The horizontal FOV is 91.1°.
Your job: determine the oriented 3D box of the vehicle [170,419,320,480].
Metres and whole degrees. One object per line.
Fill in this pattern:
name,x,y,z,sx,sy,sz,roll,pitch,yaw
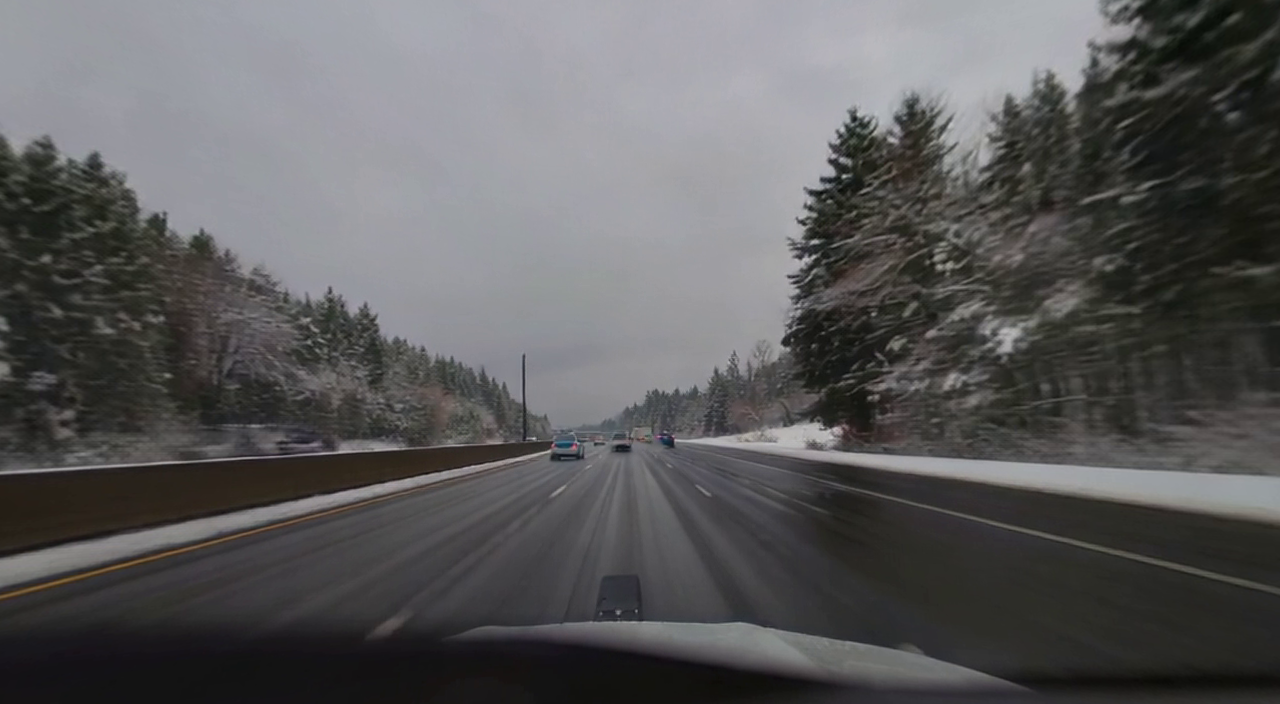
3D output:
vehicle,-20.100,5.006,32.734,2.685,2.760,7.884,0,-8,0

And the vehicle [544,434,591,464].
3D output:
vehicle,-3.917,5.313,34.752,2.103,1.507,4.367,0,-8,0

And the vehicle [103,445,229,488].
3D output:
vehicle,-19.915,4.788,26.679,2.038,1.566,4.287,0,-8,-1
